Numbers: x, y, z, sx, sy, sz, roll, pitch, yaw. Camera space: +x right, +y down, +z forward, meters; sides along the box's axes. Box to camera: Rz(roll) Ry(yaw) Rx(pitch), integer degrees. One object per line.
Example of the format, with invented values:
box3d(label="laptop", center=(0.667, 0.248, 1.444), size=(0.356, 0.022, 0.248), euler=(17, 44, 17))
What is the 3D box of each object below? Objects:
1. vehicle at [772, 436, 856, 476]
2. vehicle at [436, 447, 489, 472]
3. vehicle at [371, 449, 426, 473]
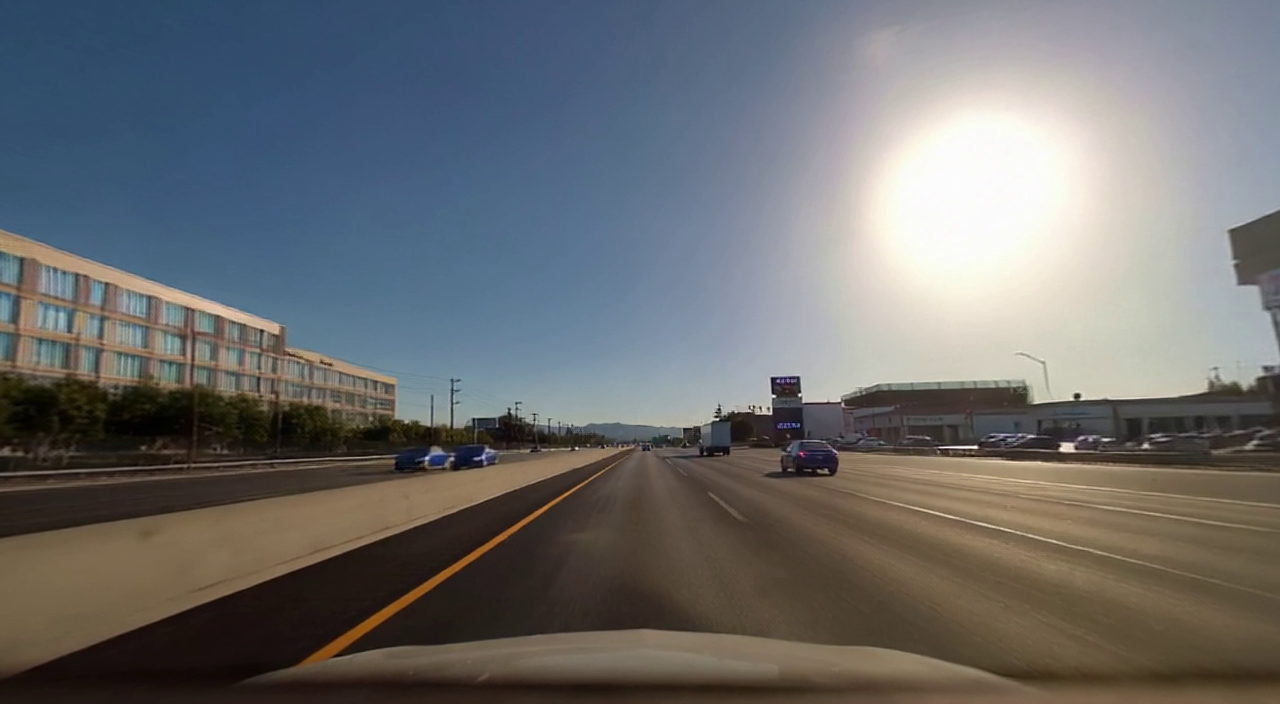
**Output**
box3d(label="vehicle", center=(7.267, 4.392, 26.811), size=(2.079, 1.518, 5.032), euler=(0, -8, -1))
box3d(label="vehicle", center=(-11.422, 6.916, 40.784), size=(1.958, 1.502, 4.841), euler=(0, -8, 1))
box3d(label="vehicle", center=(-16.767, 7.563, 43.793), size=(1.952, 1.507, 4.377), euler=(0, -8, 3))
